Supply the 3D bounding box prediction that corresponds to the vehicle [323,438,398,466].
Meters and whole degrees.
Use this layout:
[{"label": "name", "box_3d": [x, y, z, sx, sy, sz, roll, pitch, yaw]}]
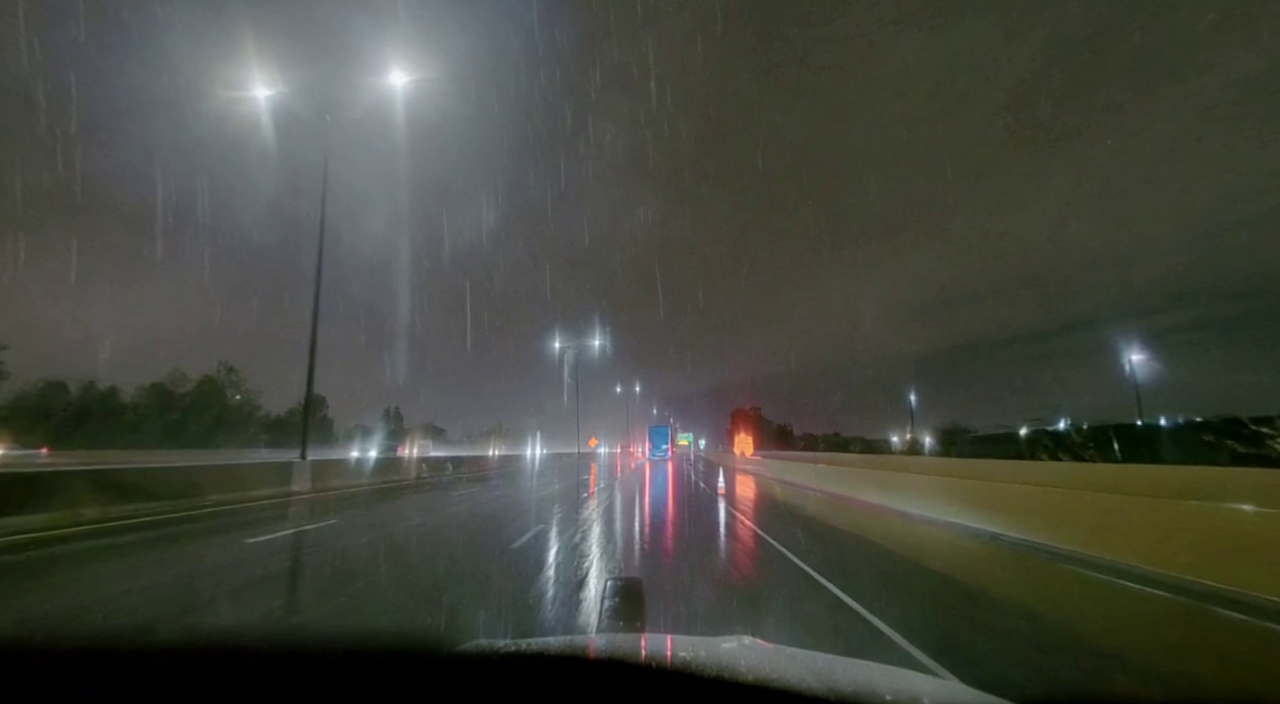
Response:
[{"label": "vehicle", "box_3d": [-19.176, 6.917, 43.614, 2.362, 1.771, 5.703, 0, -9, 3]}]
